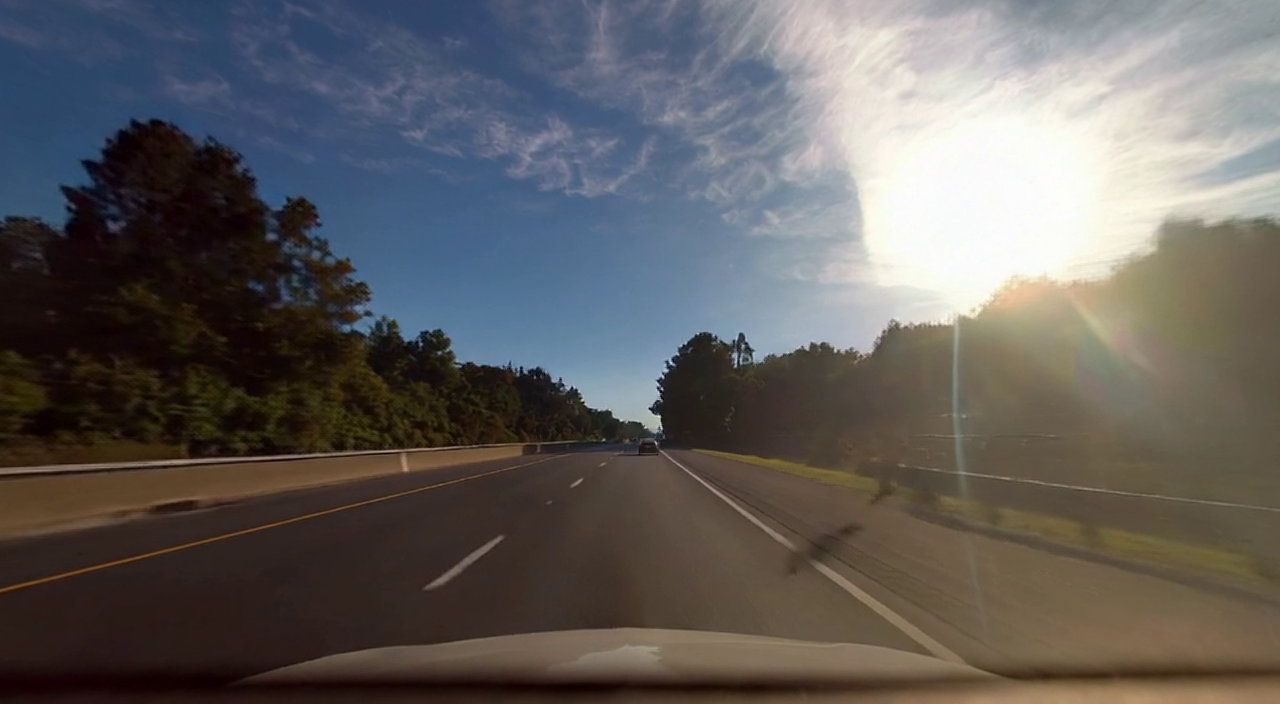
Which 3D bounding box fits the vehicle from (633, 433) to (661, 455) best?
[{"bbox_3d":[0.542,7.216,49.428,2.058,1.649,3.942,0,-8,0],"label":"vehicle"}]
